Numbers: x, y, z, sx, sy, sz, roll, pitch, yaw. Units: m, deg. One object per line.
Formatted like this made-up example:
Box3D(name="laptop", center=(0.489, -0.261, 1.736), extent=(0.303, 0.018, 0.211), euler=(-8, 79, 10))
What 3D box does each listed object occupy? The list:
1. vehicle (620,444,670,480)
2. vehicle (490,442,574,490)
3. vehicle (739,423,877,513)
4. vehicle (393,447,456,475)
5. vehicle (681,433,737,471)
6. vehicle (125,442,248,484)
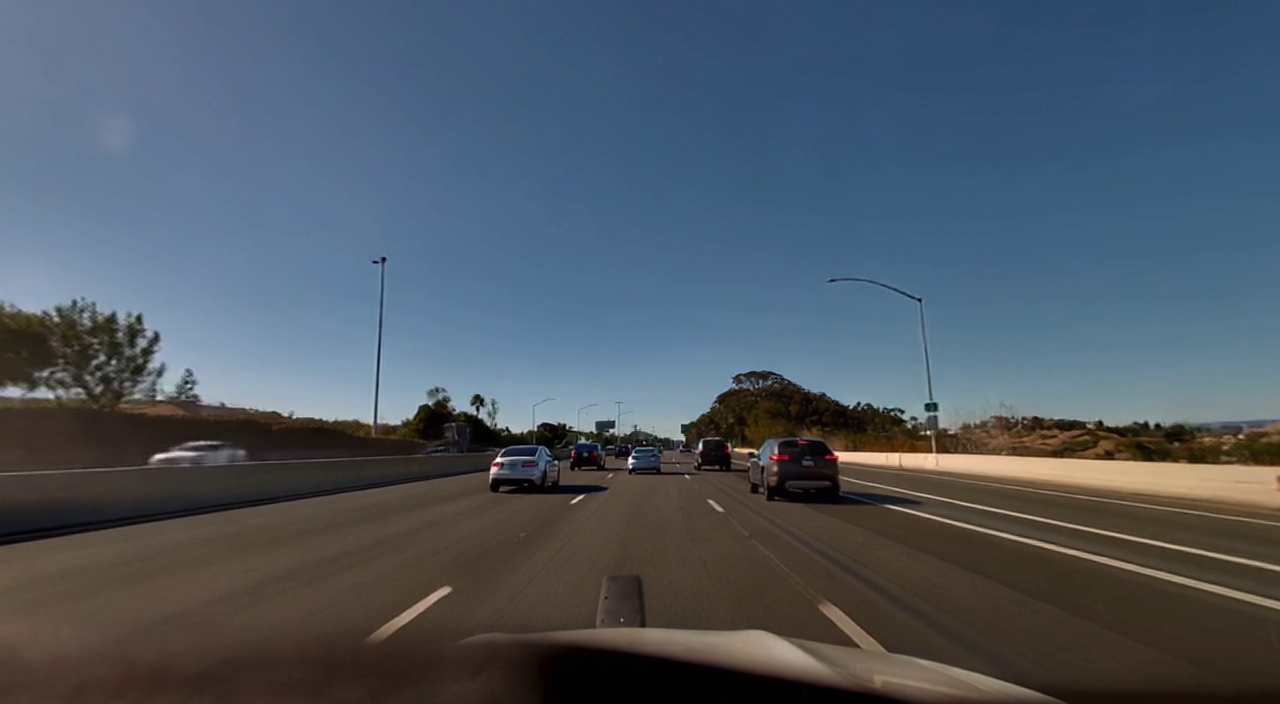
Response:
Box3D(name="vehicle", center=(0.244, 4.890, 28.280), extent=(2.071, 1.478, 4.130), euler=(0, -9, 1))
Box3D(name="vehicle", center=(-3.647, 3.957, 22.158), extent=(1.996, 1.488, 4.451), euler=(0, -9, 2))
Box3D(name="vehicle", center=(3.652, 2.623, 14.602), extent=(2.045, 1.768, 4.249), euler=(0, -9, 0))
Box3D(name="vehicle", center=(-12.067, 6.114, 35.519), extent=(1.908, 1.506, 4.253), euler=(0, -9, 2))
Box3D(name="vehicle", center=(4.133, 6.224, 39.136), extent=(2.802, 2.151, 6.579), euler=(0, -9, 1))
Box3D(name="vehicle", center=(-19.845, 4.861, 27.873), extent=(2.033, 1.684, 4.440), euler=(0, -9, 1))
